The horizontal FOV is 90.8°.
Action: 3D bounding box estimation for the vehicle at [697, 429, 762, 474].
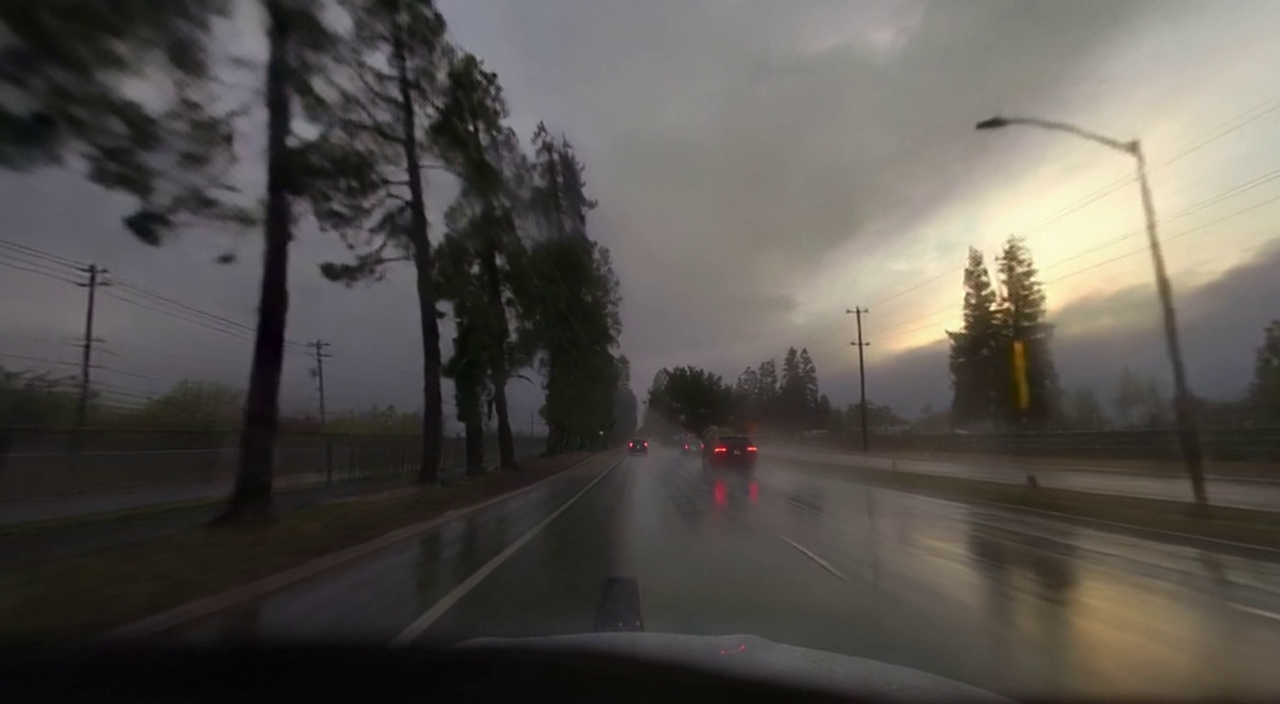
[{"bbox_3d":[3.917,4.474,28.540,2.112,1.825,4.574,0,-8,-2],"label":"vehicle"}]
